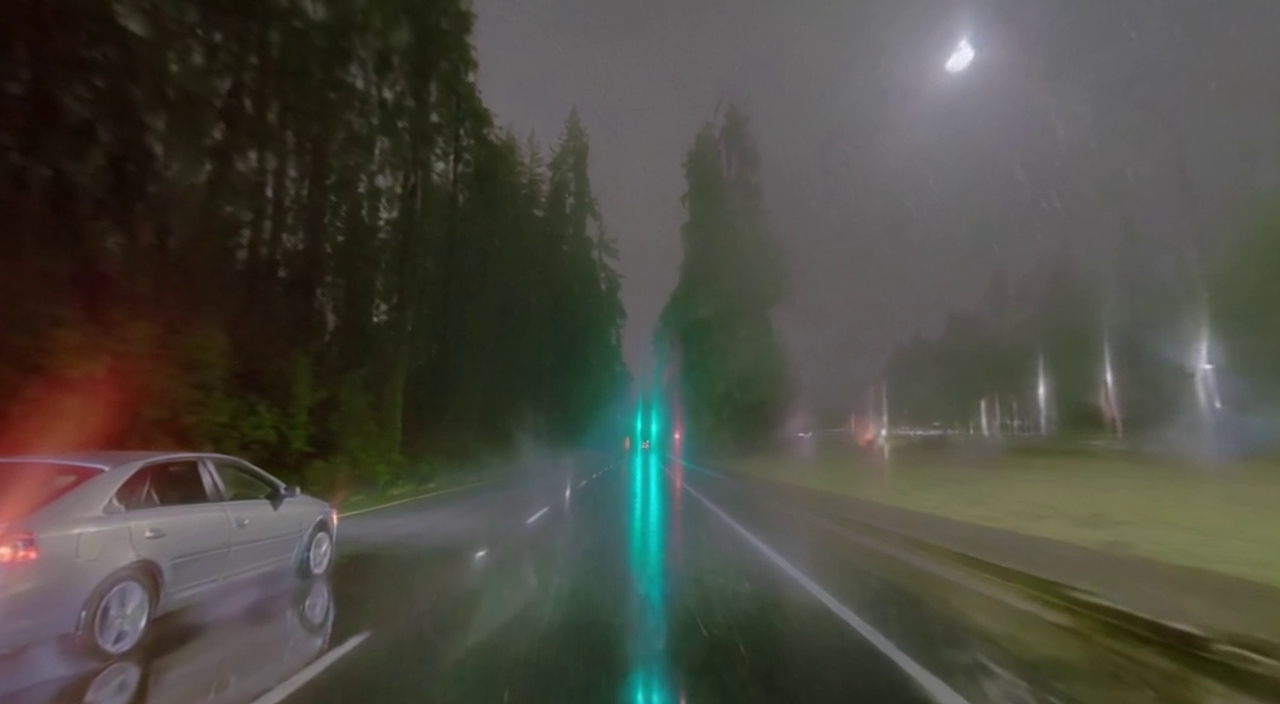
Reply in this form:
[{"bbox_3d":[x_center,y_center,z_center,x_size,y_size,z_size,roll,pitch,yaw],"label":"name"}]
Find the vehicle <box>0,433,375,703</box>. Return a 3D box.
[{"bbox_3d":[-4.083,1.435,5.238,1.946,1.437,4.154,0,-8,0],"label":"vehicle"}]
